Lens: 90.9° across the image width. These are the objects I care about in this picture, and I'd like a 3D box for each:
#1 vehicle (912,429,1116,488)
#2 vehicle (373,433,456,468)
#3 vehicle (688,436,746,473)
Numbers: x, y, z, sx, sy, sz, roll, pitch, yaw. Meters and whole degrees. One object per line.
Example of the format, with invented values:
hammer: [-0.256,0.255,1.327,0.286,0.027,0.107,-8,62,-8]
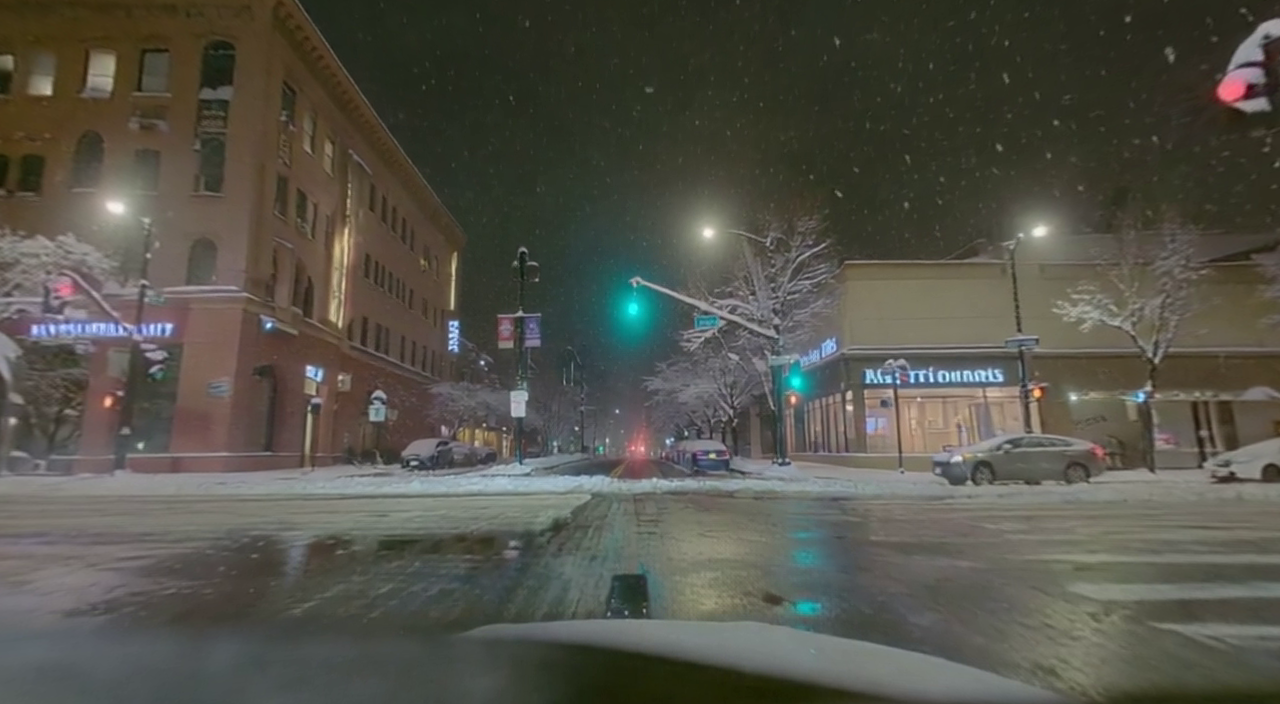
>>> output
vehicle: [10.201,2.907,17.476,4.330,1.517,2.045,0,-7,0]
vehicle: [-12.454,5.388,34.756,4.447,1.790,2.206,-6,-9,38]
vehicle: [3.426,4.636,28.926,2.120,1.560,4.402,0,-7,0]
